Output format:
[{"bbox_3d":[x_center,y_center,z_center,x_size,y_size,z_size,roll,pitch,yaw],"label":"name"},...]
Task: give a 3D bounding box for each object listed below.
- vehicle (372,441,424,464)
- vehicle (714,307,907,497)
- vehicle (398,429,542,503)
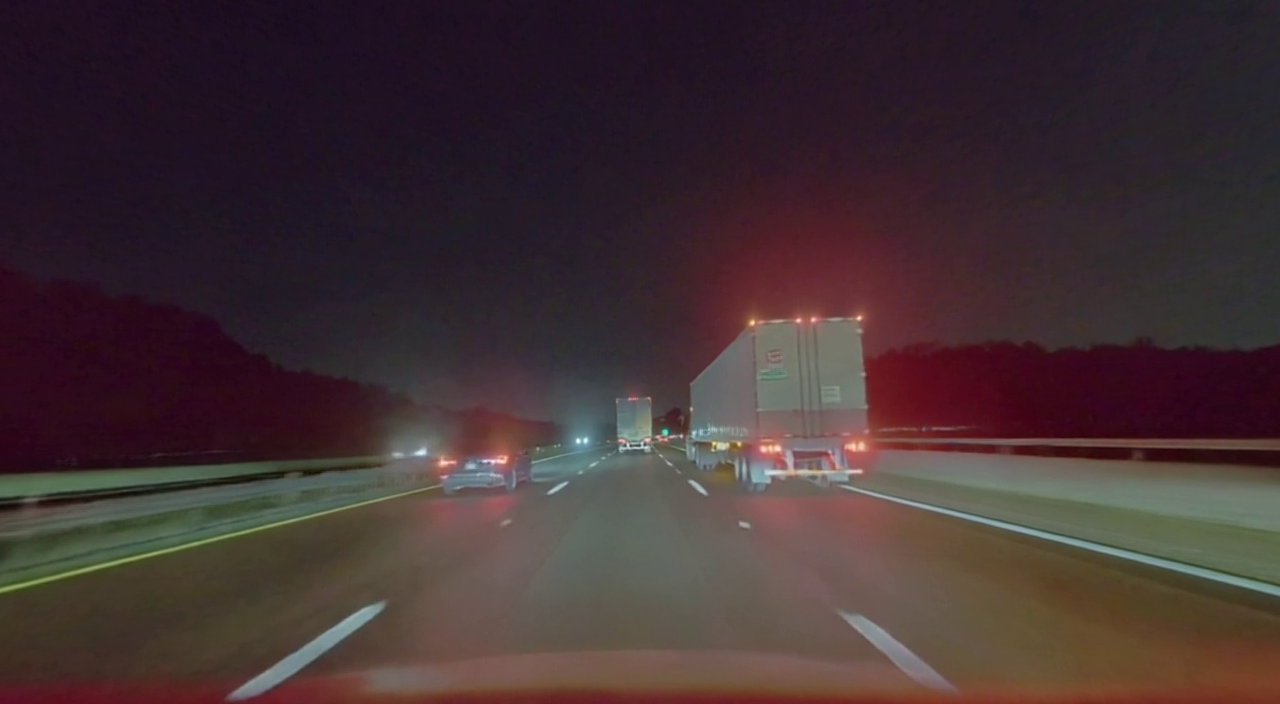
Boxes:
[{"bbox_3d":[-16.534,6.868,43.276,1.807,1.474,4.551,0,-8,0],"label":"vehicle"},{"bbox_3d":[4.040,1.567,17.422,2.873,3.998,8.286,0,-8,-1],"label":"vehicle"},{"bbox_3d":[-4.013,2.766,15.998,2.208,1.542,5.138,0,-8,0],"label":"vehicle"}]
